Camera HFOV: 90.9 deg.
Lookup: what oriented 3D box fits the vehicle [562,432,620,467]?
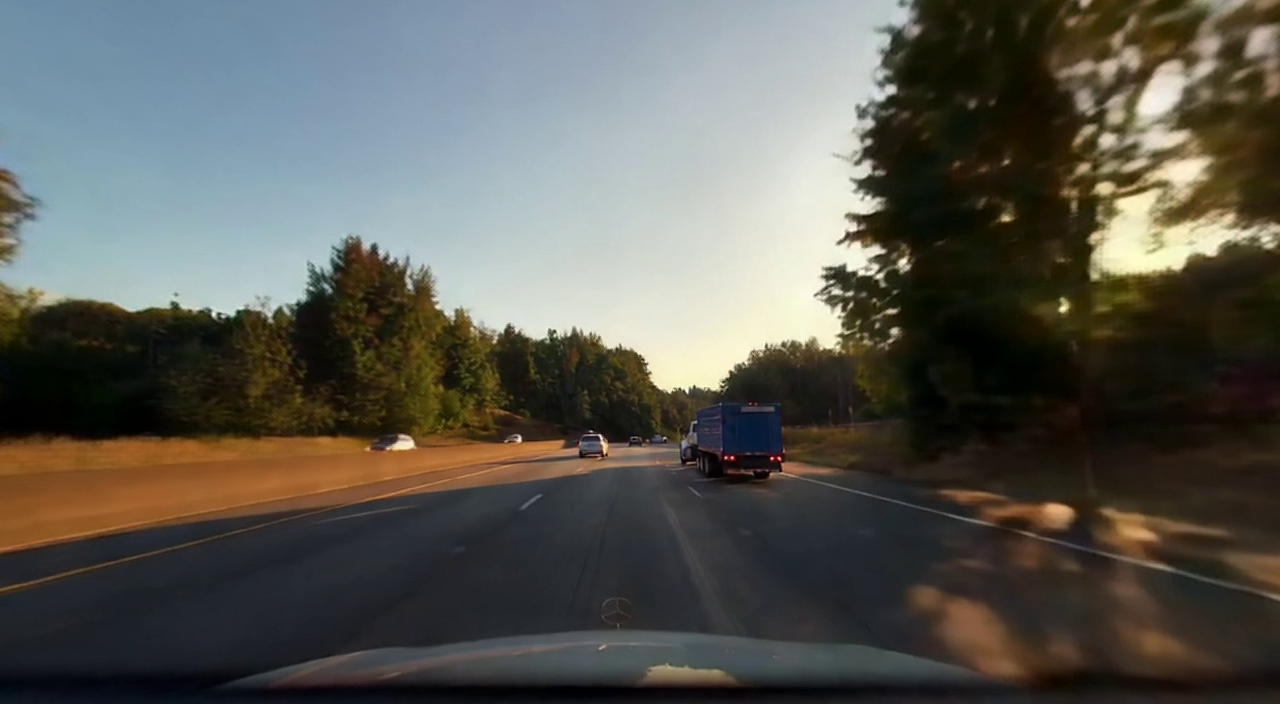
[{"bbox_3d":[-2.220,4.562,29.763,2.195,1.529,4.572,0,-8,2],"label":"vehicle"}]

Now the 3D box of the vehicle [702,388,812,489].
[{"bbox_3d":[3.191,2.481,18.165,2.256,2.568,4.049,0,-8,-1],"label":"vehicle"}]

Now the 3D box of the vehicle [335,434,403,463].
[{"bbox_3d":[-15.150,5.372,35.457,1.932,1.526,4.225,0,-8,0],"label":"vehicle"}]
